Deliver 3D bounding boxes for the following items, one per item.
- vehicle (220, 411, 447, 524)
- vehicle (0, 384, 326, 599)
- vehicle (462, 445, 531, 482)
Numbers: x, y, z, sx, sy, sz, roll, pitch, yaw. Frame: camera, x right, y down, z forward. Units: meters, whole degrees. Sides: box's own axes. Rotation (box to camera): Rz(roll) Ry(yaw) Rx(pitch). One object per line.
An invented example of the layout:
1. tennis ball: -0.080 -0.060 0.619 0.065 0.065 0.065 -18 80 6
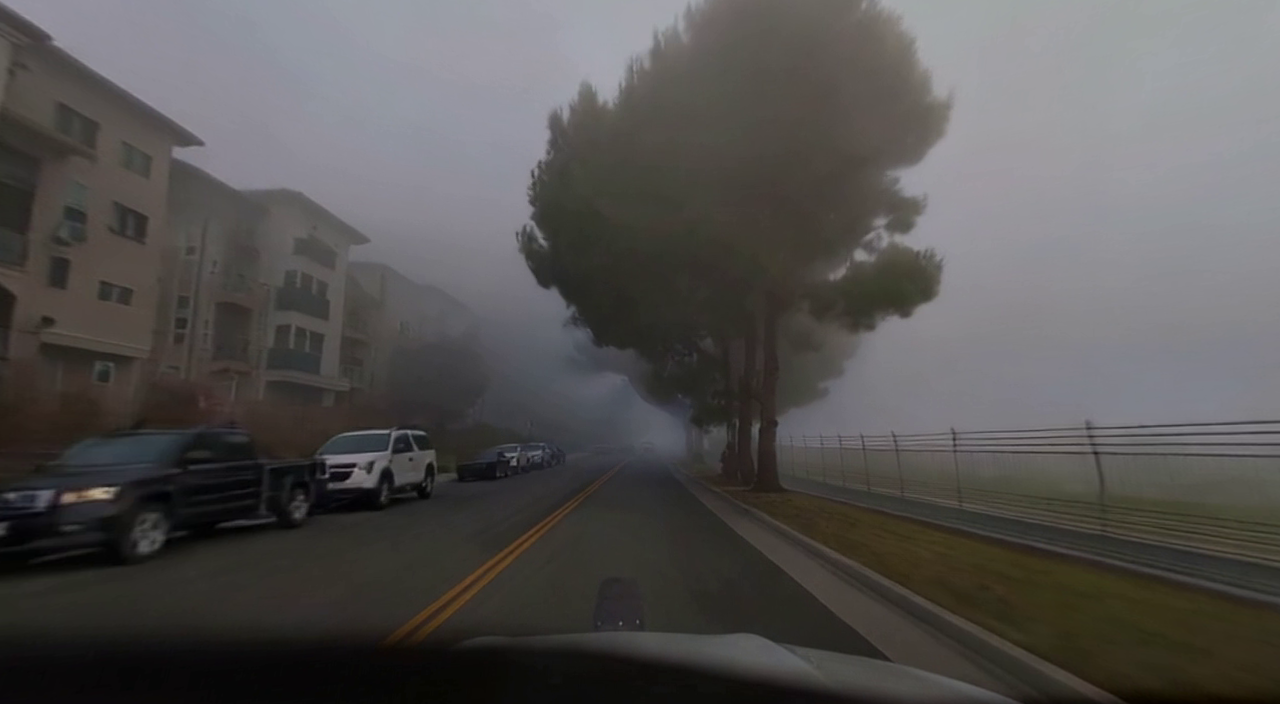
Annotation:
1. vehicle: -6.469 2.534 14.420 2.331 1.962 5.633 2 -8 0
2. vehicle: -6.589 1.626 8.402 2.192 1.965 4.917 2 -8 1
3. vehicle: -6.368 4.977 28.565 1.914 1.417 4.750 2 -8 1
